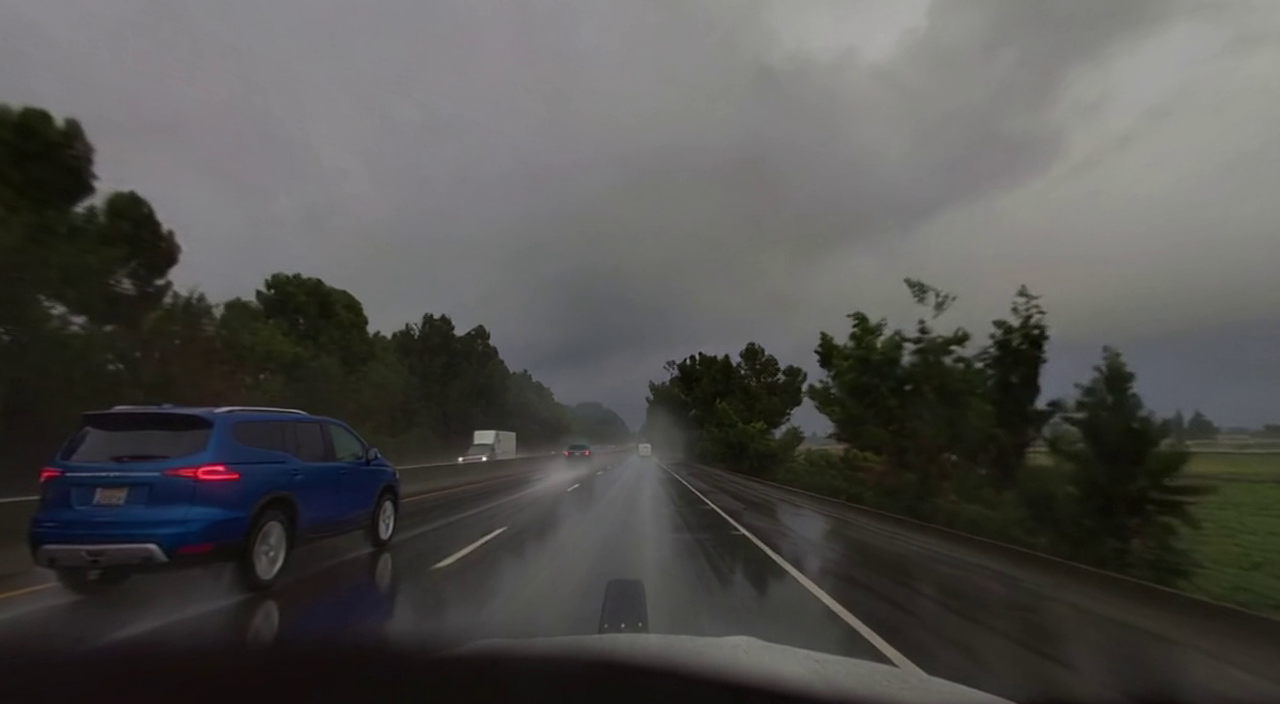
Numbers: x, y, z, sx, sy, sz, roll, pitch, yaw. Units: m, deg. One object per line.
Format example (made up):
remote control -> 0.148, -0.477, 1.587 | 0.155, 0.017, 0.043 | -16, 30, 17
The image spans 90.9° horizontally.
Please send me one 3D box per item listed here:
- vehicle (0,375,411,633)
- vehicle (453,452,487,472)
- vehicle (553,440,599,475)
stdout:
vehicle -> -4.582, 1.504, 7.187 | 2.102, 1.941, 4.703 | 0, -9, 1
vehicle -> -12.809, 8.301, 47.640 | 1.629, 1.422, 3.602 | 0, -9, -1
vehicle -> -3.526, 5.963, 35.715 | 2.056, 1.811, 4.202 | -1, -9, 2
